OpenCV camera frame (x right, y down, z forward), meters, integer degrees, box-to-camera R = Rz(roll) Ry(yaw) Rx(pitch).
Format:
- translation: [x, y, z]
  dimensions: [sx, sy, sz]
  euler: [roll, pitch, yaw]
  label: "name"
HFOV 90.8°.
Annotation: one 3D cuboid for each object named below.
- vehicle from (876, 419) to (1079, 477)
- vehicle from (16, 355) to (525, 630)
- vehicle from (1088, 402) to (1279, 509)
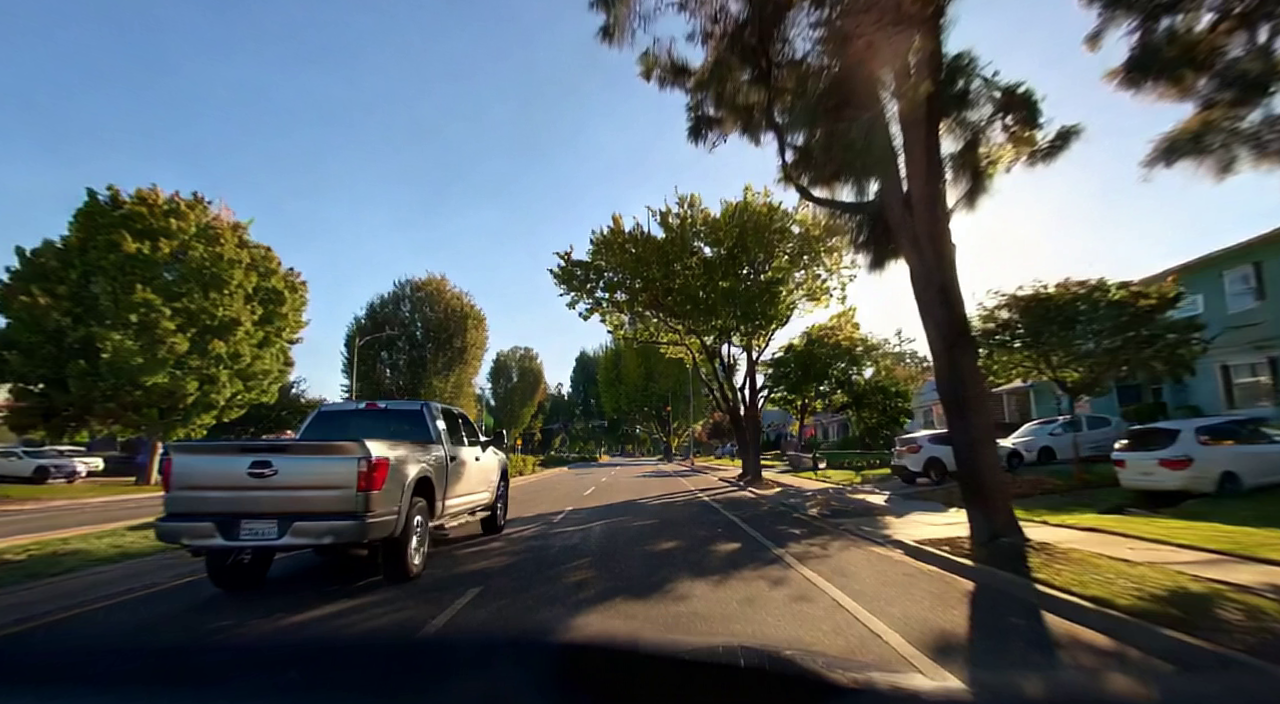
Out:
- translation: [9.619, 2.779, 18.299]
  dimensions: [4.696, 1.555, 2.009]
  euler: [0, -9, -2]
  label: "vehicle"
- translation: [-3.237, 1.458, 7.620]
  dimensions: [2.508, 2.001, 5.880]
  euler: [0, -9, 1]
  label: "vehicle"
- translation: [11.022, 1.597, 10.665]
  dimensions: [5.237, 1.495, 2.073]
  euler: [-4, -9, 0]
  label: "vehicle"
